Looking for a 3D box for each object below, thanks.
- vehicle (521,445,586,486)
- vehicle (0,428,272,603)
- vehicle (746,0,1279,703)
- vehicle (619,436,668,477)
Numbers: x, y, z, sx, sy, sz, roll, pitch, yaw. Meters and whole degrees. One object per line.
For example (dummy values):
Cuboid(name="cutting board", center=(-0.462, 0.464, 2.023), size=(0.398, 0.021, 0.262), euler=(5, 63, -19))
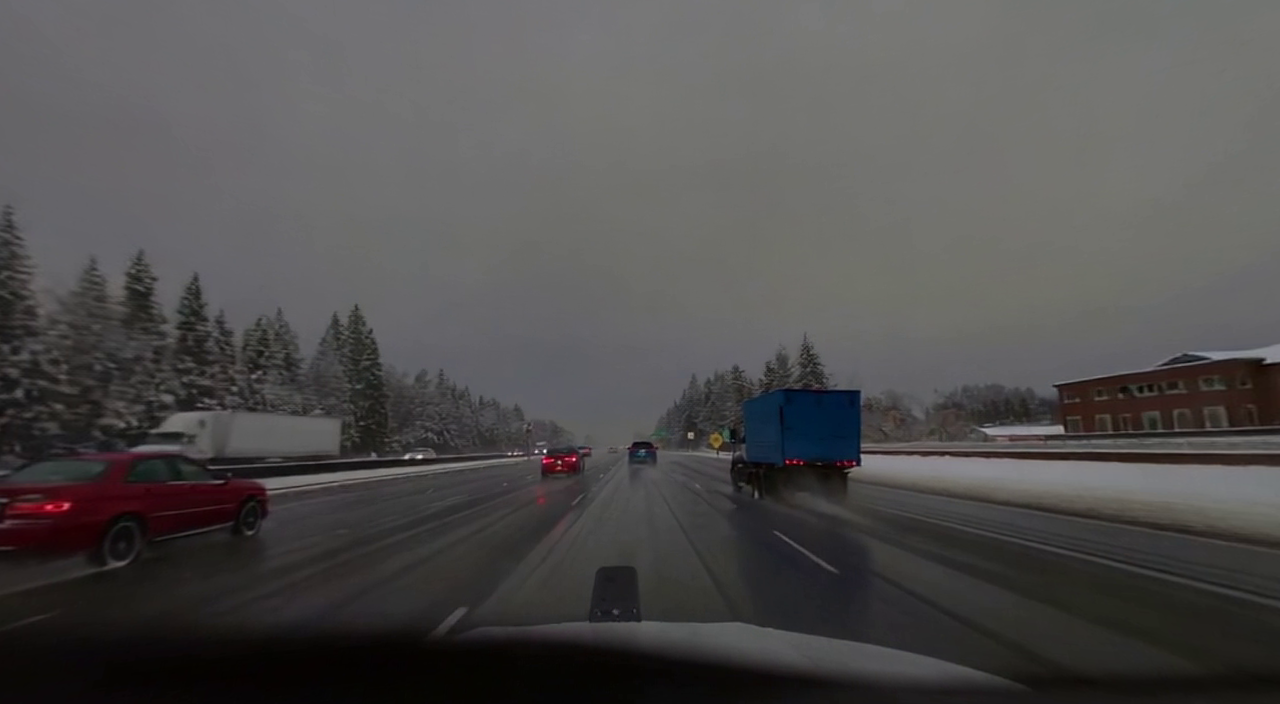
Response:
Cuboid(name="vehicle", center=(-3.197, 4.282, 24.176), size=(1.864, 1.406, 4.544), euler=(0, -9, 0))
Cuboid(name="vehicle", center=(-6.448, 1.632, 6.945), size=(2.053, 1.464, 4.600), euler=(0, -9, 0))
Cuboid(name="vehicle", center=(3.793, 0.232, 6.506), size=(2.876, 4.086, 15.117), euler=(0, -9, 0))
Cuboid(name="vehicle", center=(0.134, 5.042, 30.571), size=(2.203, 1.805, 4.358), euler=(0, -9, -1))
